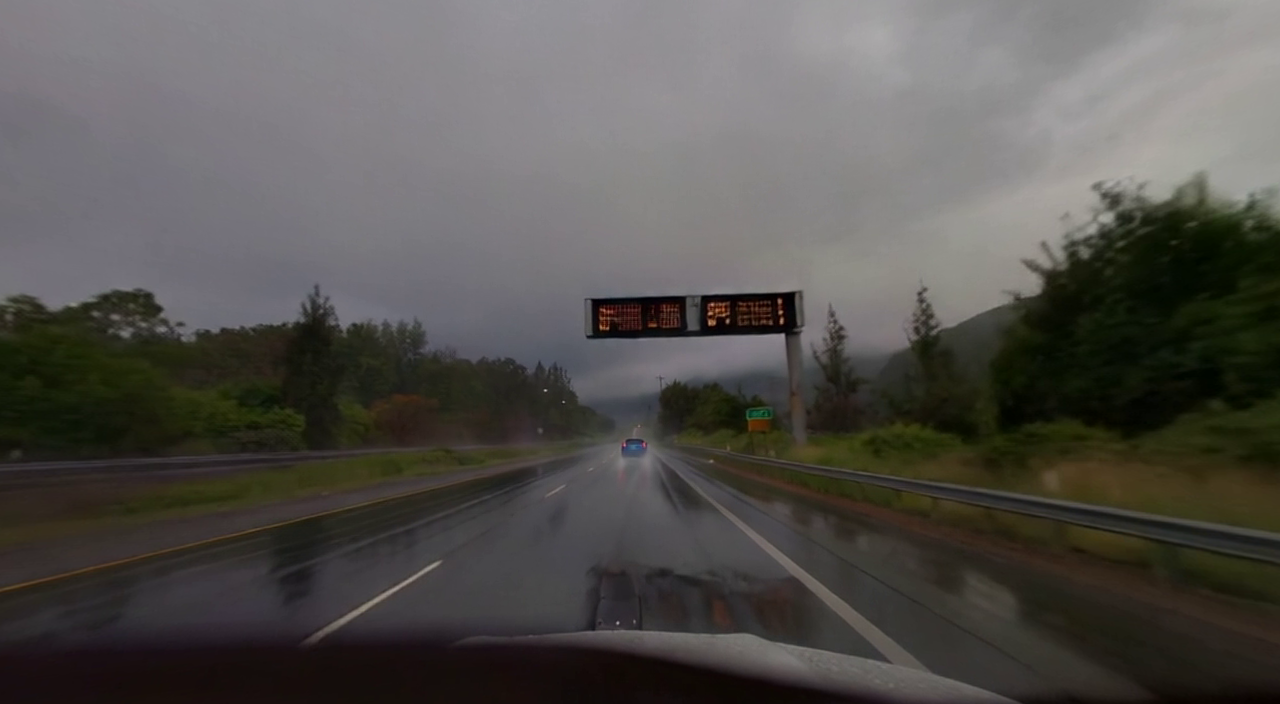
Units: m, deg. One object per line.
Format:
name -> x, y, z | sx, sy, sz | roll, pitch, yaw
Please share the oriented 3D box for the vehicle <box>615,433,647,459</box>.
vehicle -> -0.640, 6.666, 44.651 | 2.180, 1.717, 4.139 | 0, -8, -1
